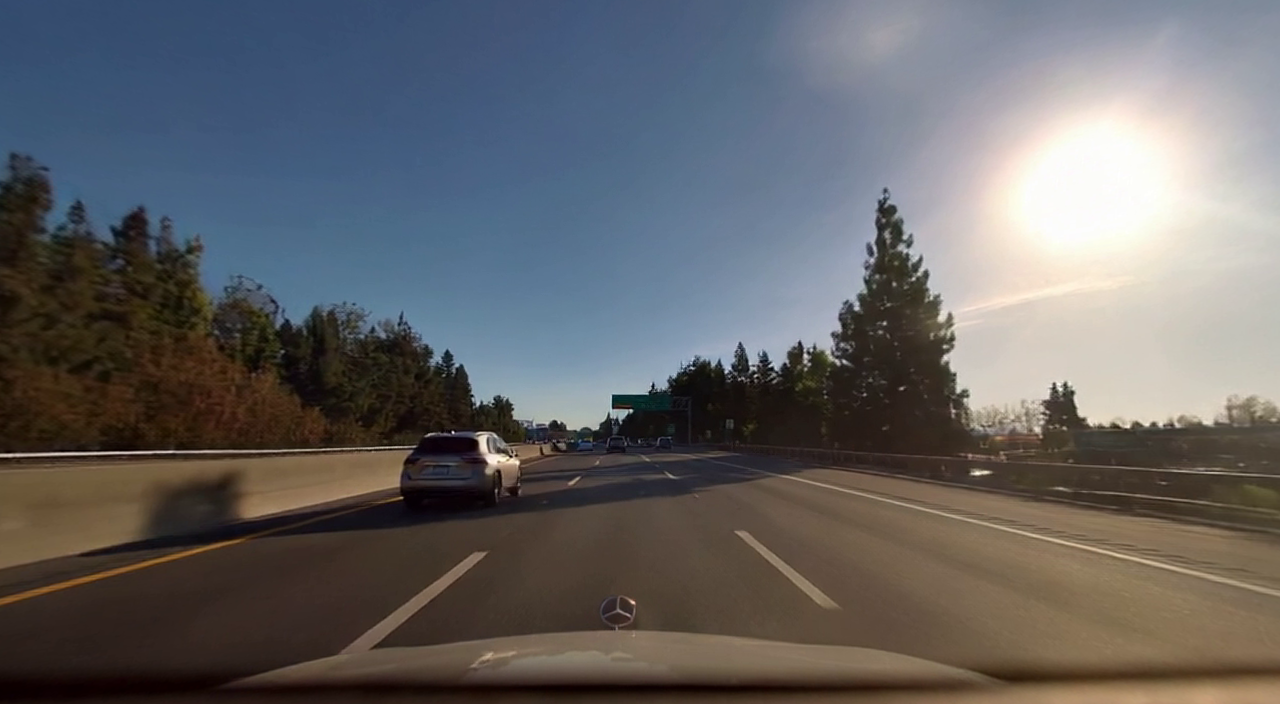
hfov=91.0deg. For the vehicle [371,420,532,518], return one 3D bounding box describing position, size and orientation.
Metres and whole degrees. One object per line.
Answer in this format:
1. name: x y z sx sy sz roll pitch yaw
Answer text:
1. vehicle: -3.612 2.322 13.007 2.074 1.652 4.273 0 -8 -1
